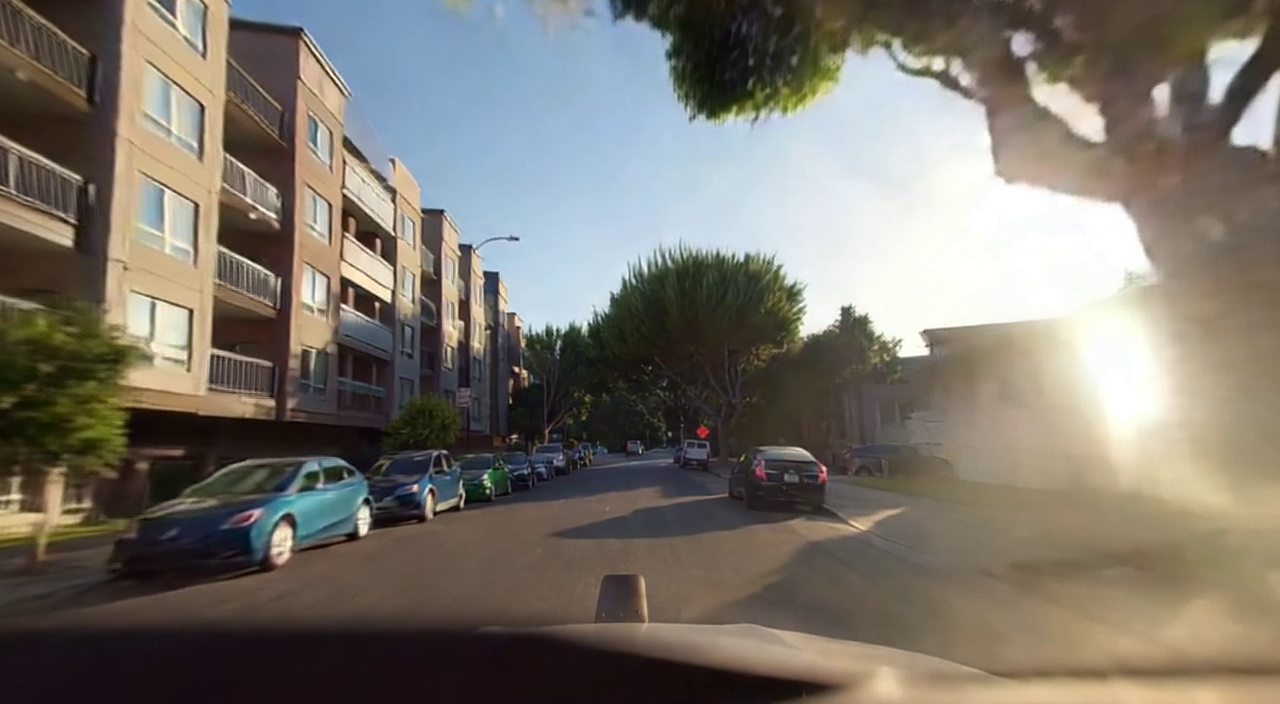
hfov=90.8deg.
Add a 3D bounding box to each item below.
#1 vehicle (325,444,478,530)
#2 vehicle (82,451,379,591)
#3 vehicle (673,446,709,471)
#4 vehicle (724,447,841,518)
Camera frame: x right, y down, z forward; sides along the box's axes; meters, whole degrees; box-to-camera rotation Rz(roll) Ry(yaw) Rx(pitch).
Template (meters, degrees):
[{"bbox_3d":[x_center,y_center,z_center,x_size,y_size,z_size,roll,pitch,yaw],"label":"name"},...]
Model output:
[{"bbox_3d":[-4.983,2.823,13.841,1.782,1.585,3.962,0,-9,0],"label":"vehicle"},{"bbox_3d":[-5.214,2.123,8.687,1.722,1.491,3.431,0,-9,0],"label":"vehicle"},{"bbox_3d":[3.501,7.433,44.239,1.951,1.654,4.146,1,-9,-3],"label":"vehicle"},{"bbox_3d":[3.329,3.116,15.623,1.835,1.490,4.134,0,-9,-1],"label":"vehicle"}]
